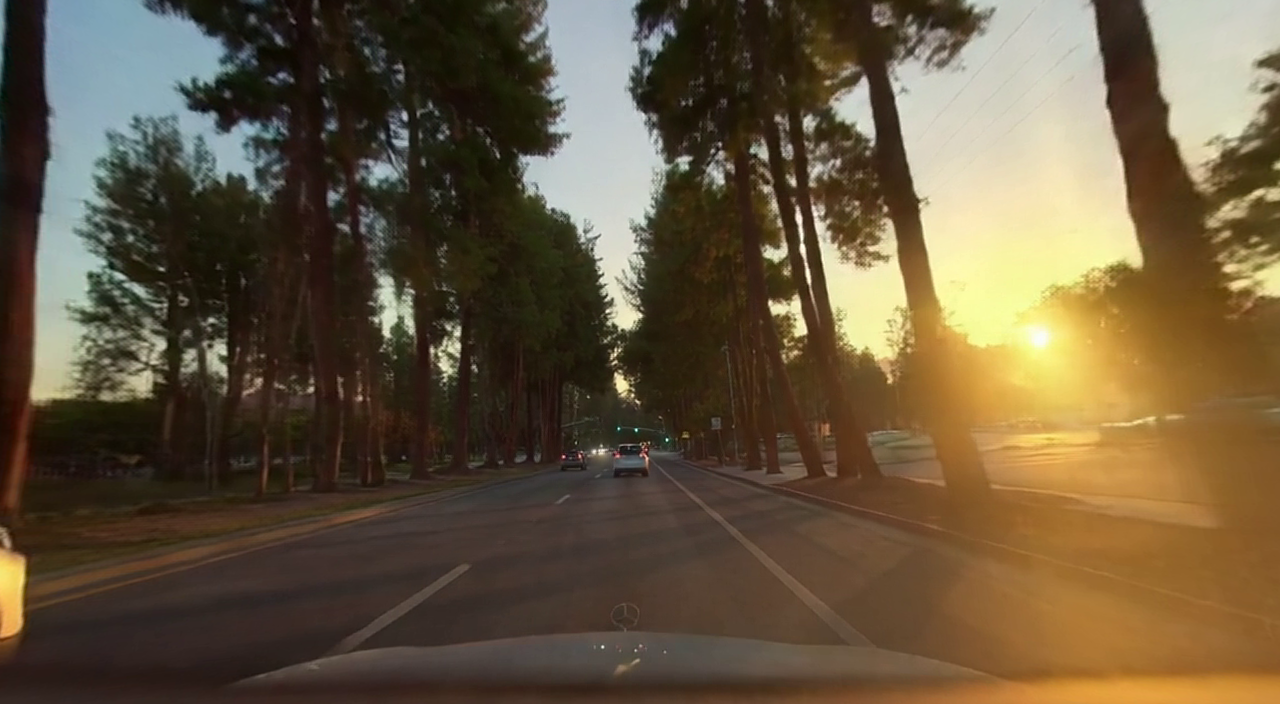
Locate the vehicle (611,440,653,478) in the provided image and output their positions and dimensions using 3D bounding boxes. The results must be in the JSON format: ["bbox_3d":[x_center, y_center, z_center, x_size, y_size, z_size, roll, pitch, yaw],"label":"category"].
[{"bbox_3d":[-0.400,5.355,31.896,2.018,1.769,3.897,0,-9,-1],"label":"vehicle"}]

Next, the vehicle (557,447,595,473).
[{"bbox_3d":[-4.051,6.907,40.666,1.936,1.538,4.016,0,-9,1],"label":"vehicle"}]
